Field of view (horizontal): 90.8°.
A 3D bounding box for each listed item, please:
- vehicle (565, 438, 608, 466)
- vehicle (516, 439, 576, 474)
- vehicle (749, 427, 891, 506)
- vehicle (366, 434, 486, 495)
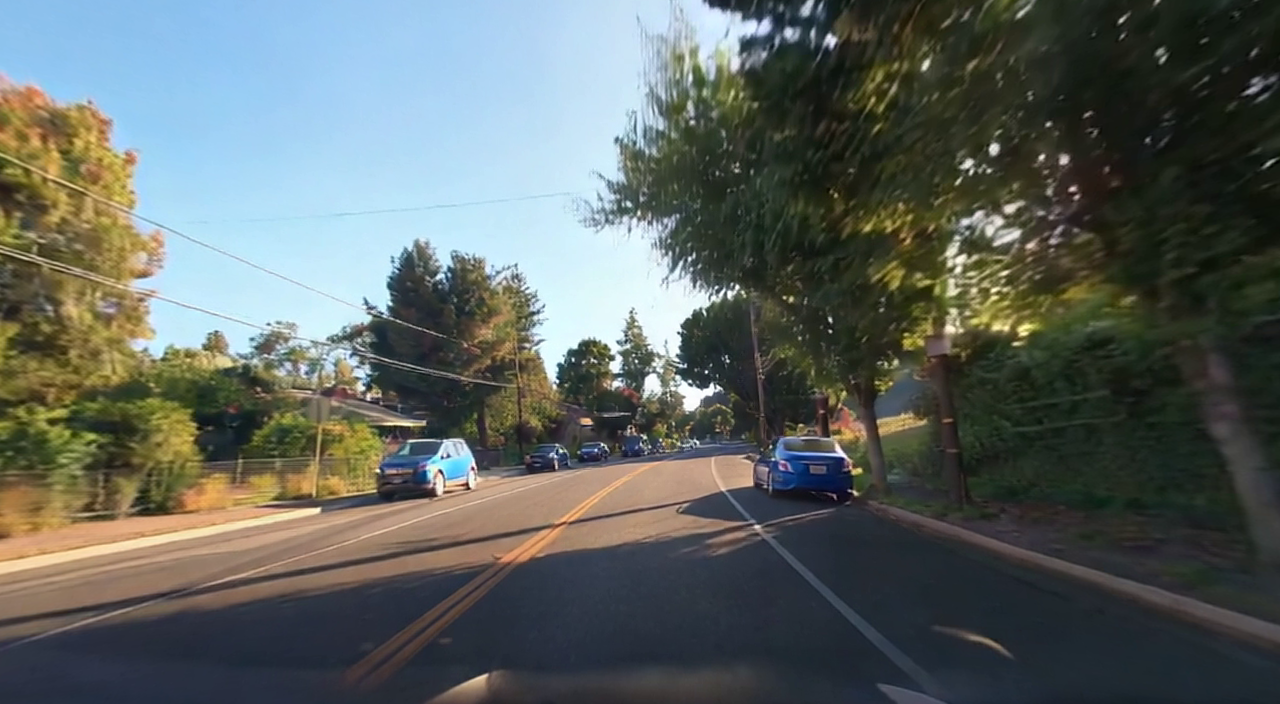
[{"bbox_3d":[-3.609,6.920,43.415,1.927,1.542,3.886,-7,-13,9],"label":"vehicle"},{"bbox_3d":[-4.984,5.717,34.178,1.840,1.523,4.333,4,-11,9],"label":"vehicle"},{"bbox_3d":[3.788,2.506,14.238,2.054,1.470,4.504,-1,-8,3],"label":"vehicle"},{"bbox_3d":[-6.605,3.608,20.149,2.025,1.715,4.363,-1,-11,4],"label":"vehicle"}]
